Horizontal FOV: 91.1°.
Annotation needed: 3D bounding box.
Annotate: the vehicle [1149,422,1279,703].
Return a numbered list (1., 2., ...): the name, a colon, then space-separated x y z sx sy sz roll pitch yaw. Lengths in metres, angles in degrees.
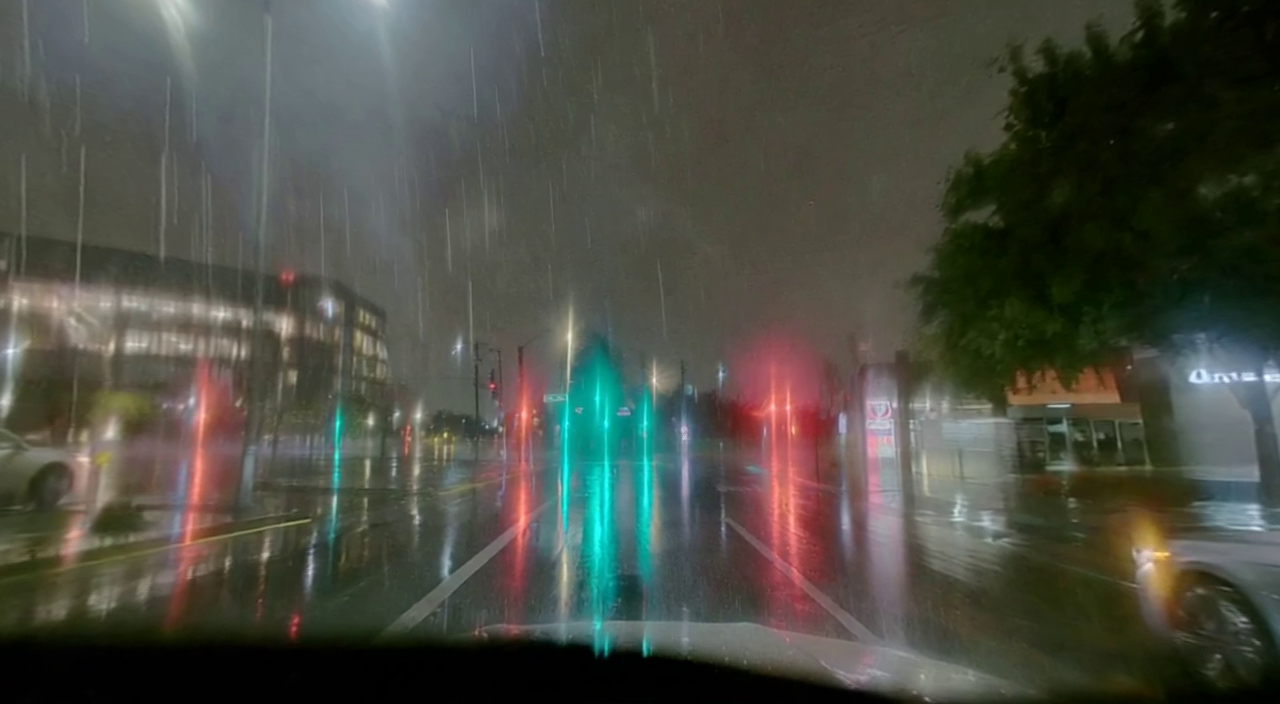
1. vehicle: 3.945 0.834 1.352 1.967 1.469 4.574 0 -9 2
